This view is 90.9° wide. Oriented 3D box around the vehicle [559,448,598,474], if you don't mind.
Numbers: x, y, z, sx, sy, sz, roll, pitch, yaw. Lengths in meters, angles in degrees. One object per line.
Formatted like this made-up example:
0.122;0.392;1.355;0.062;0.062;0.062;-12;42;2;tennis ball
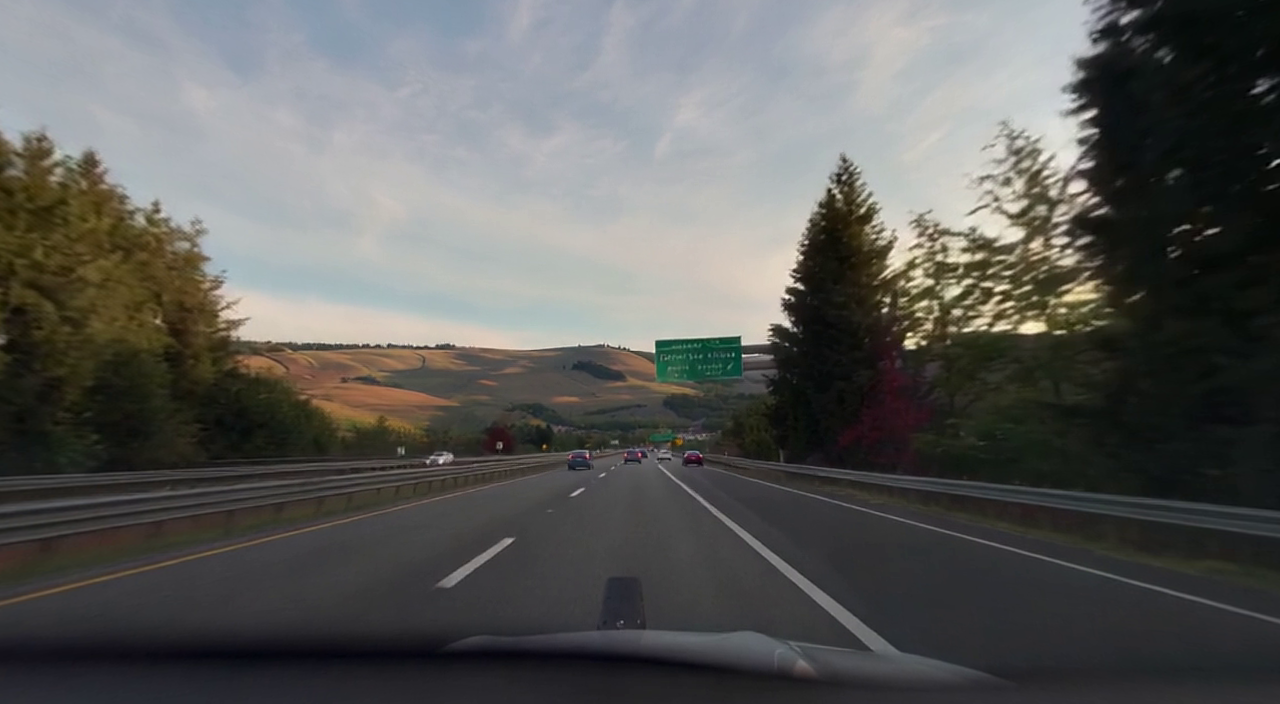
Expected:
-3.604;6.477;37.681;1.955;1.468;3.637;0;-9;0;vehicle

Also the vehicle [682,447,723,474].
3.660;6.458;37.687;2.019;1.475;4.301;0;-9;0;vehicle
